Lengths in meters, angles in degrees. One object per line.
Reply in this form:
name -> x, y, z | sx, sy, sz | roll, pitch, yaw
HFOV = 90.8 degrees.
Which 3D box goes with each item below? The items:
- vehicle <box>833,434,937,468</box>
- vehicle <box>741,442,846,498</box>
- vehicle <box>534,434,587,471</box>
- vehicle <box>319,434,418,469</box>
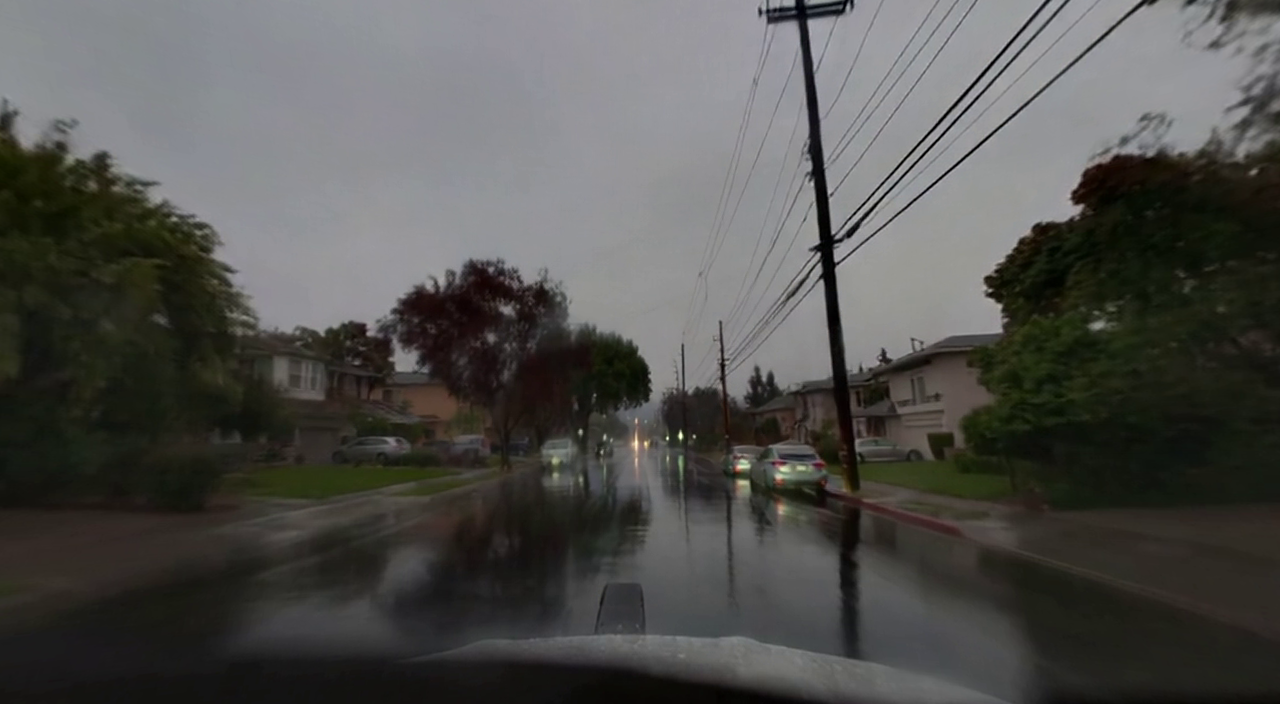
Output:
vehicle -> 12.636, 5.129, 32.807 | 4.583, 1.709, 1.977 | -1, -8, 5
vehicle -> 4.425, 3.452, 18.964 | 2.031, 1.471, 4.328 | 0, -8, 0
vehicle -> -4.217, 5.400, 34.511 | 2.164, 1.810, 5.044 | 1, -7, 1
vehicle -> -13.910, 5.053, 32.305 | 4.702, 1.675, 1.984 | -4, -9, 26
